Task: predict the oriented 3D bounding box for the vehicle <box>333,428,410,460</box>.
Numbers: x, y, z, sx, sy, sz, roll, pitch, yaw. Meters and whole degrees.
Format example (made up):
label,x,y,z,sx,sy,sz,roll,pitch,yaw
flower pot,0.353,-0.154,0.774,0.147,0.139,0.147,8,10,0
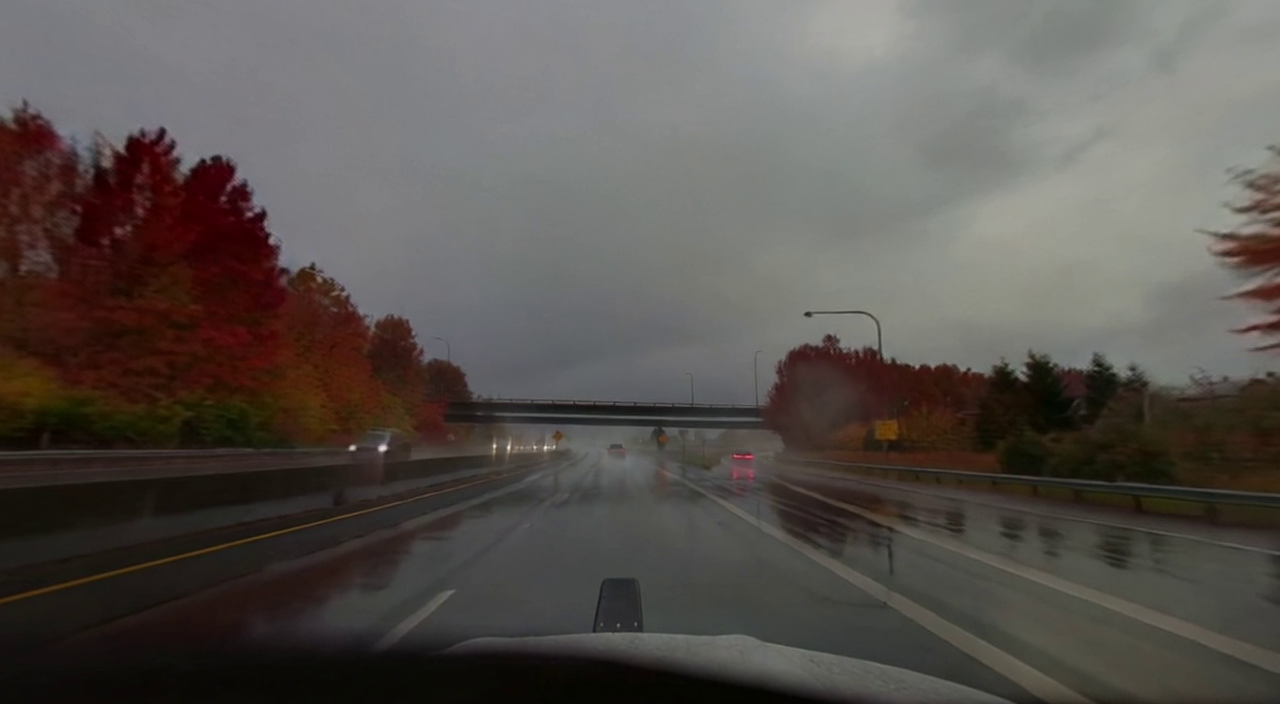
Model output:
label,x,y,z,sx,sy,sz,roll,pitch,yaw
vehicle,-14.040,4.868,33.061,1.983,1.549,4.681,0,-9,0
